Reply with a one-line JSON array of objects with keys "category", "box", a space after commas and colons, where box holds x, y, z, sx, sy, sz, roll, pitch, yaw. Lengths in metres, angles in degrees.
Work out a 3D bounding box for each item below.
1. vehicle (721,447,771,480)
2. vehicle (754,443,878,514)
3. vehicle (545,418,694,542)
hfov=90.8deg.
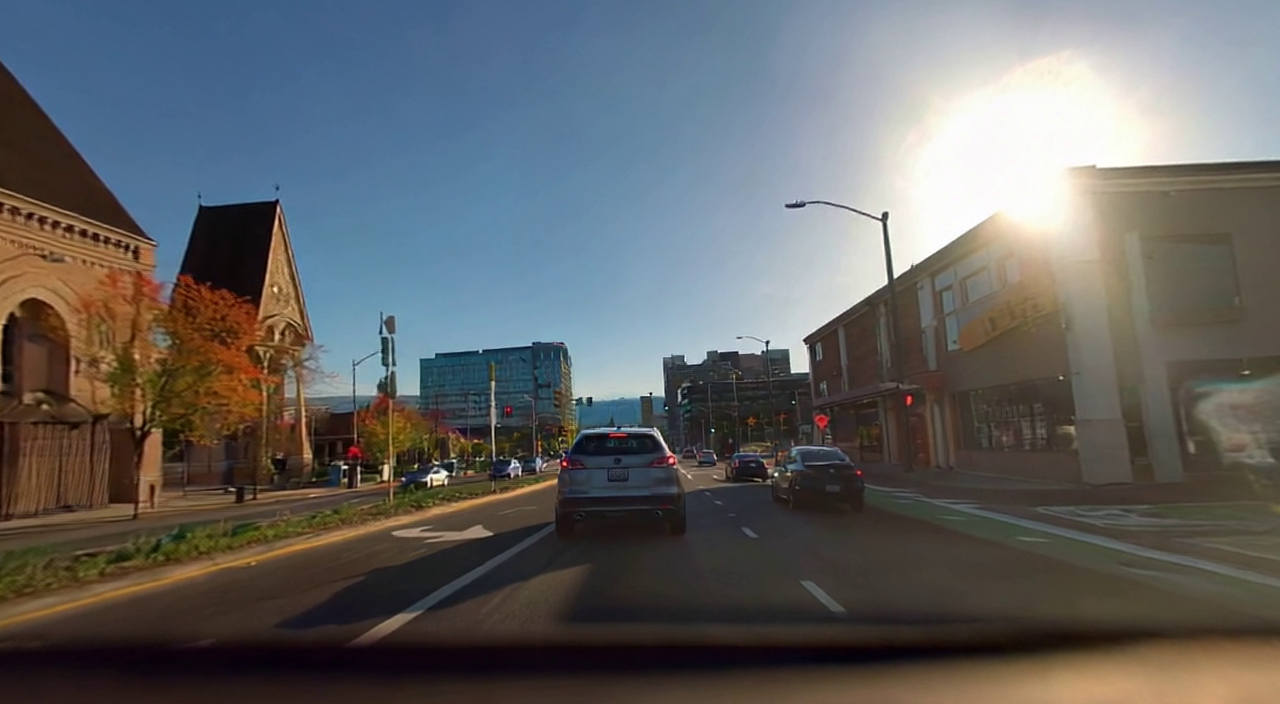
[{"category": "vehicle", "box": [5.059, 5.344, 30.642, 1.890, 1.491, 4.166, 0, -8, 3]}, {"category": "vehicle", "box": [4.094, 2.982, 15.482, 1.883, 1.472, 4.471, 0, -8, 2]}, {"category": "vehicle", "box": [-0.195, 2.174, 11.320, 2.168, 1.776, 4.135, -1, -8, 3]}]
